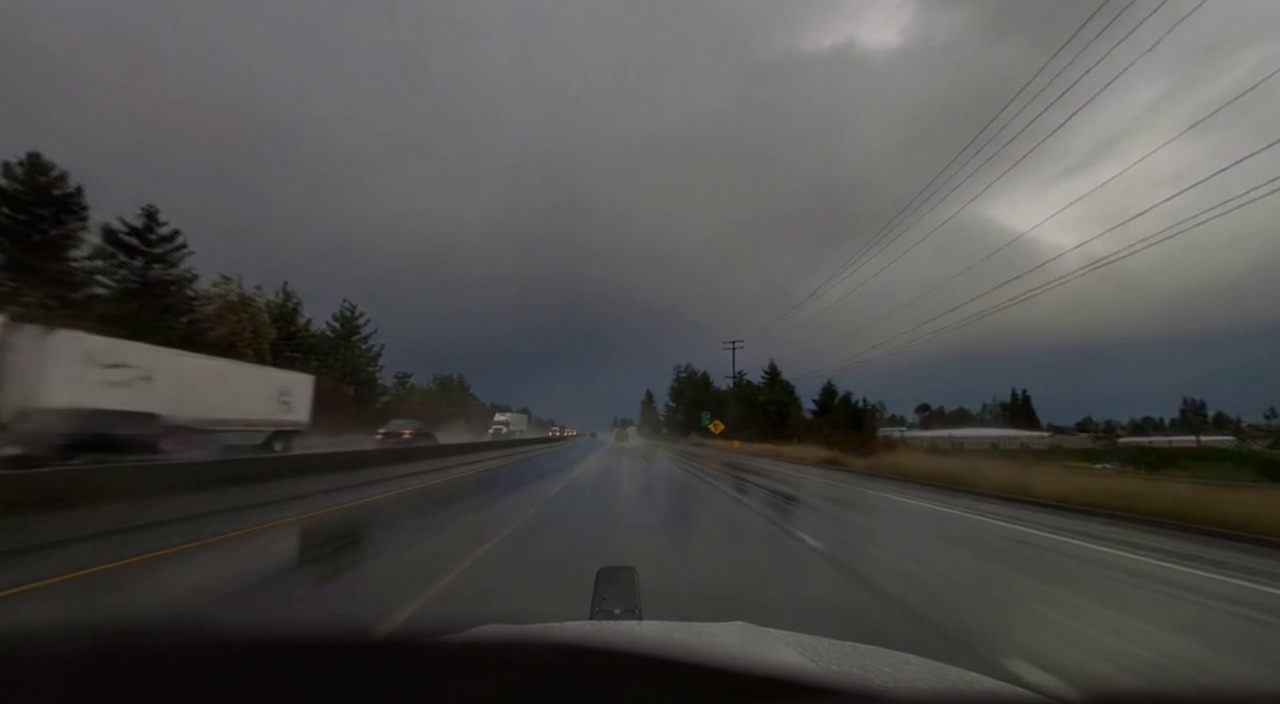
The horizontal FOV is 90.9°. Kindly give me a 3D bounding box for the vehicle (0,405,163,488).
[{"bbox_3d":[-12.267,1.861,12.542,2.027,1.453,4.529,0,-8,-1],"label":"vehicle"}]

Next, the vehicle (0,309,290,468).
[{"bbox_3d":[-16.660,1.645,20.675,2.851,3.719,13.623,0,-8,-1],"label":"vehicle"}]

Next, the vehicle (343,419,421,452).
[{"bbox_3d":[-12.761,4.169,31.456,2.182,1.502,3.994,0,-8,0],"label":"vehicle"}]
